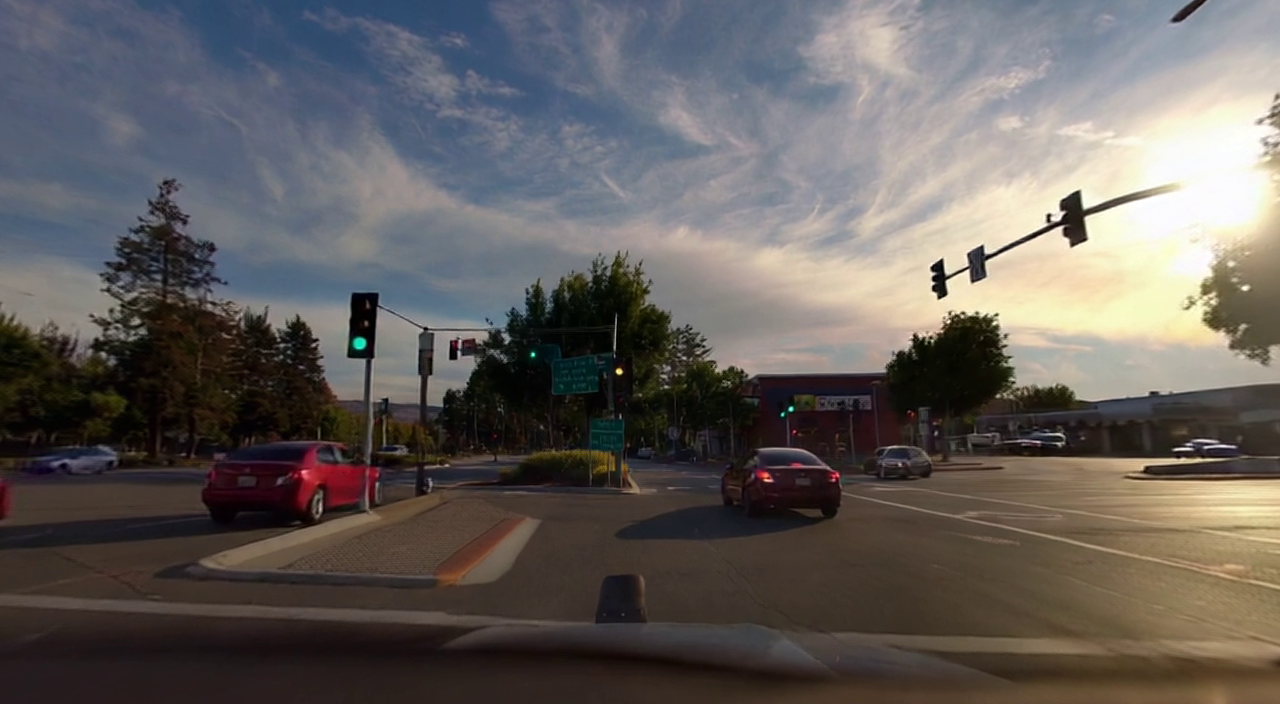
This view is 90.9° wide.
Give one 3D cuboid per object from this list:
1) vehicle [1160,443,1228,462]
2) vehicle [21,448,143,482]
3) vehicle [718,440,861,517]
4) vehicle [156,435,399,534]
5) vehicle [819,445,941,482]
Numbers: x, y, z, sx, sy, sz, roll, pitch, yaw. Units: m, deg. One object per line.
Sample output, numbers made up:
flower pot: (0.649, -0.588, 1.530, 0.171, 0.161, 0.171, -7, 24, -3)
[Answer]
vehicle: (43.696, 7.916, 49.783, 1.723, 1.431, 3.880, 0, -8, -1)
vehicle: (-26.176, 5.283, 29.796, 1.800, 1.449, 4.379, 0, -8, -1)
vehicle: (3.234, 2.828, 14.754, 1.940, 1.487, 4.562, 0, -8, -4)
vehicle: (-6.396, 2.359, 11.919, 1.995, 1.470, 4.556, 0, -8, -2)
vehicle: (10.569, 4.894, 27.862, 4.703, 1.492, 1.930, 2, -9, -14)
